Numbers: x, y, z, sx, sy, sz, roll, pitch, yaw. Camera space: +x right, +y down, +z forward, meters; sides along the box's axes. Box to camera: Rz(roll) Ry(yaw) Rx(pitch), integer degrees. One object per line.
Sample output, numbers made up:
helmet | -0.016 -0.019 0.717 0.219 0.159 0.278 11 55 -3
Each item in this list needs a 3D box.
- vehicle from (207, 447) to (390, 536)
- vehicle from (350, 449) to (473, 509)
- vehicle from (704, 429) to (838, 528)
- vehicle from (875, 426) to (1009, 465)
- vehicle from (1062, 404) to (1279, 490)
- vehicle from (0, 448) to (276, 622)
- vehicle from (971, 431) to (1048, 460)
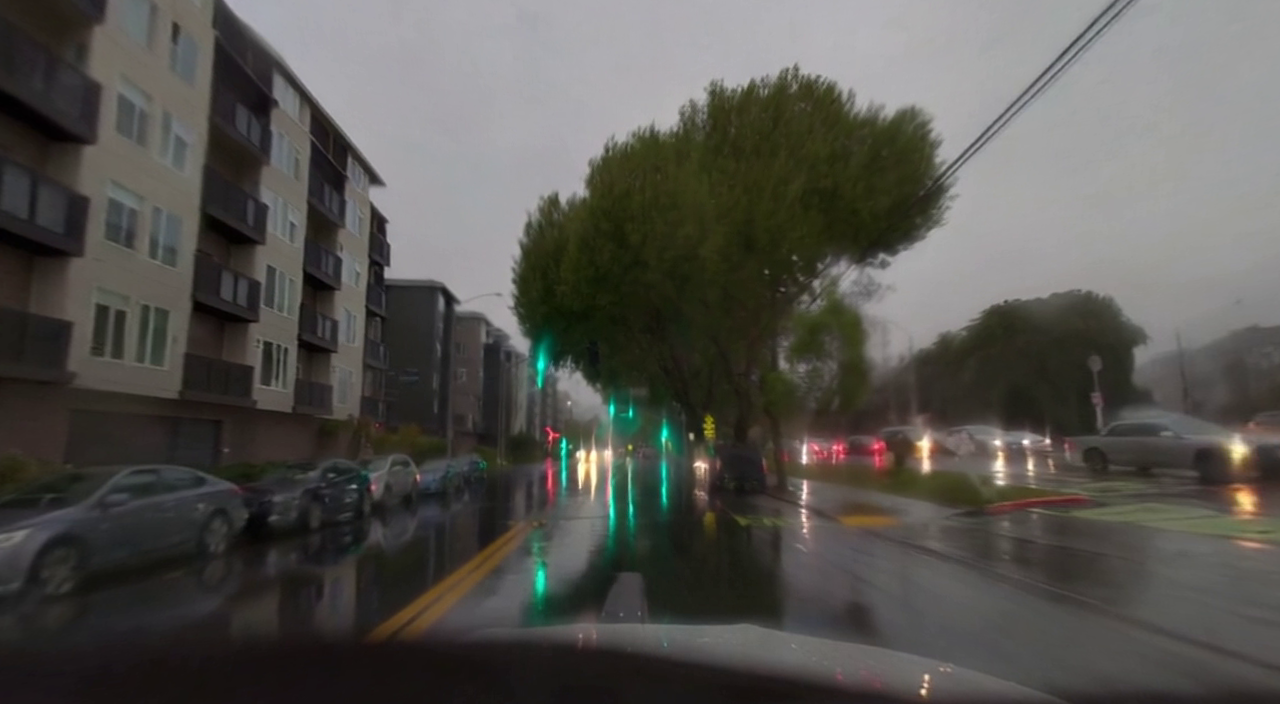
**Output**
vehicle | -6.713 2.721 12.937 1.713 1.531 3.685 0 -8 -1
vehicle | -6.434 3.599 18.444 1.934 1.484 4.630 0 -9 -1
vehicle | 2.866 2.818 15.079 2.034 1.689 4.978 0 -4 -1
vehicle | 11.872 3.701 25.032 4.348 1.439 1.907 0 -8 -6
vehicle | 12.580 2.149 14.328 4.591 1.785 1.921 0 -8 -1
vehicle | -6.482 1.905 7.563 1.789 1.462 4.313 0 -9 -2
vehicle | 22.738 5.766 38.962 3.673 1.554 1.760 3 -8 1
